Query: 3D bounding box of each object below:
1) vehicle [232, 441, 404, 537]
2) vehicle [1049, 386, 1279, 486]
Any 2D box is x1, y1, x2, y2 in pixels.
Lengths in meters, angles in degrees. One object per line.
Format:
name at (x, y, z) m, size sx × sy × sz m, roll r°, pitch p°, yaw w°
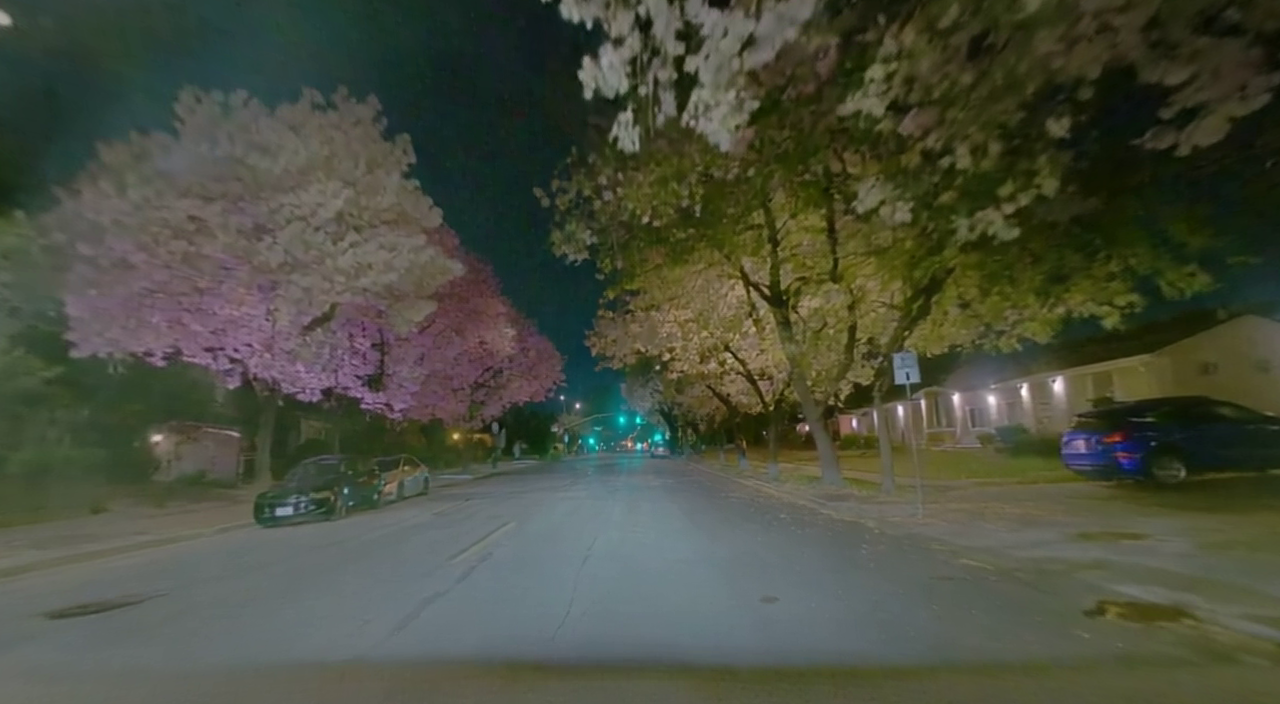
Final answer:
vehicle at (-6.429, 2.691, 13.216) m, size 1.874 × 1.497 × 4.233 m, roll -2°, pitch -7°, yaw -7°
vehicle at (11.485, 1.672, 12.599) m, size 5.198 × 1.813 × 2.028 m, roll 0°, pitch -8°, yaw -1°
